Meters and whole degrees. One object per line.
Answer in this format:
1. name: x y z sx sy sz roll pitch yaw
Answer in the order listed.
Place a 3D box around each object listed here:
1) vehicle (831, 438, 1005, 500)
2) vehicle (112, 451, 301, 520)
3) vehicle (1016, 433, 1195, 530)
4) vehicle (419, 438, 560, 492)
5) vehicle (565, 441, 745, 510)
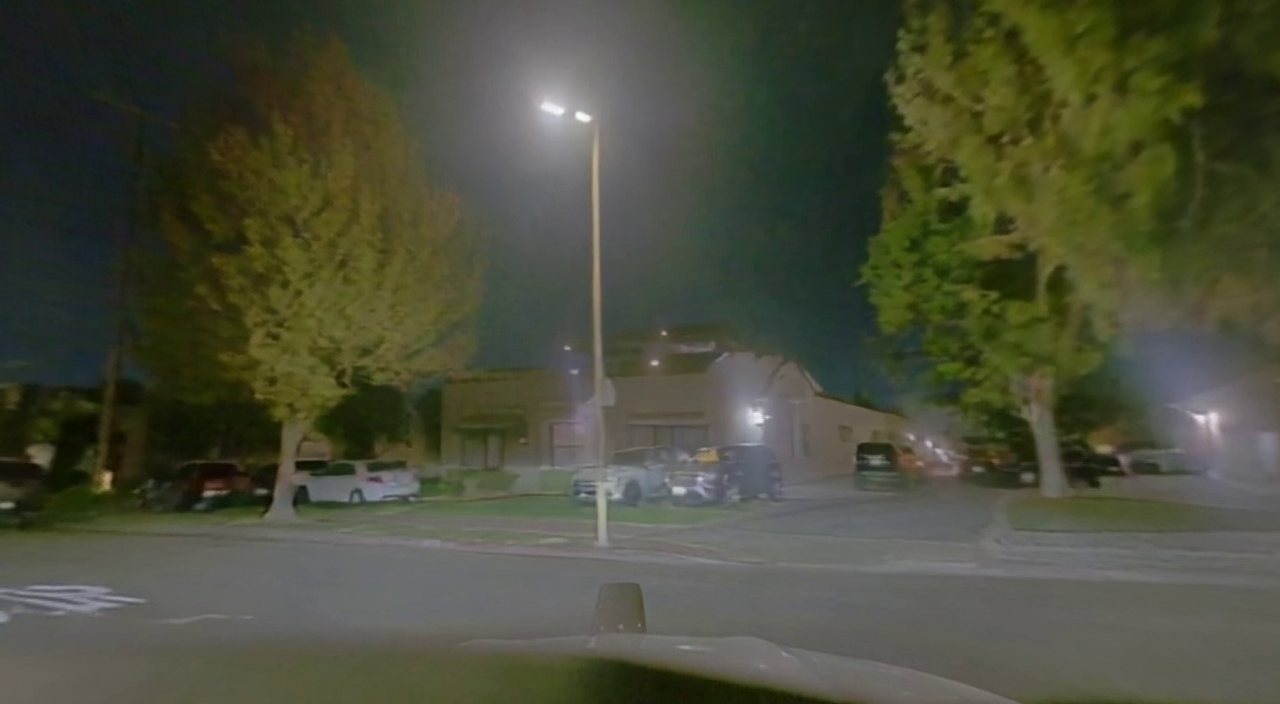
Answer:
1. vehicle: 9.837 4.043 22.195 5.798 1.920 2.267 4 -9 -25
2. vehicle: -14.858 4.442 21.500 6.027 1.893 2.282 -2 -8 23
3. vehicle: 11.387 3.094 15.966 2.305 1.962 5.685 -4 -9 23
4. vehicle: -10.130 7.431 41.880 9.384 3.230 2.928 -5 -9 27
5. vehicle: 0.415 3.467 18.081 4.778 1.753 1.959 -4 -9 24
